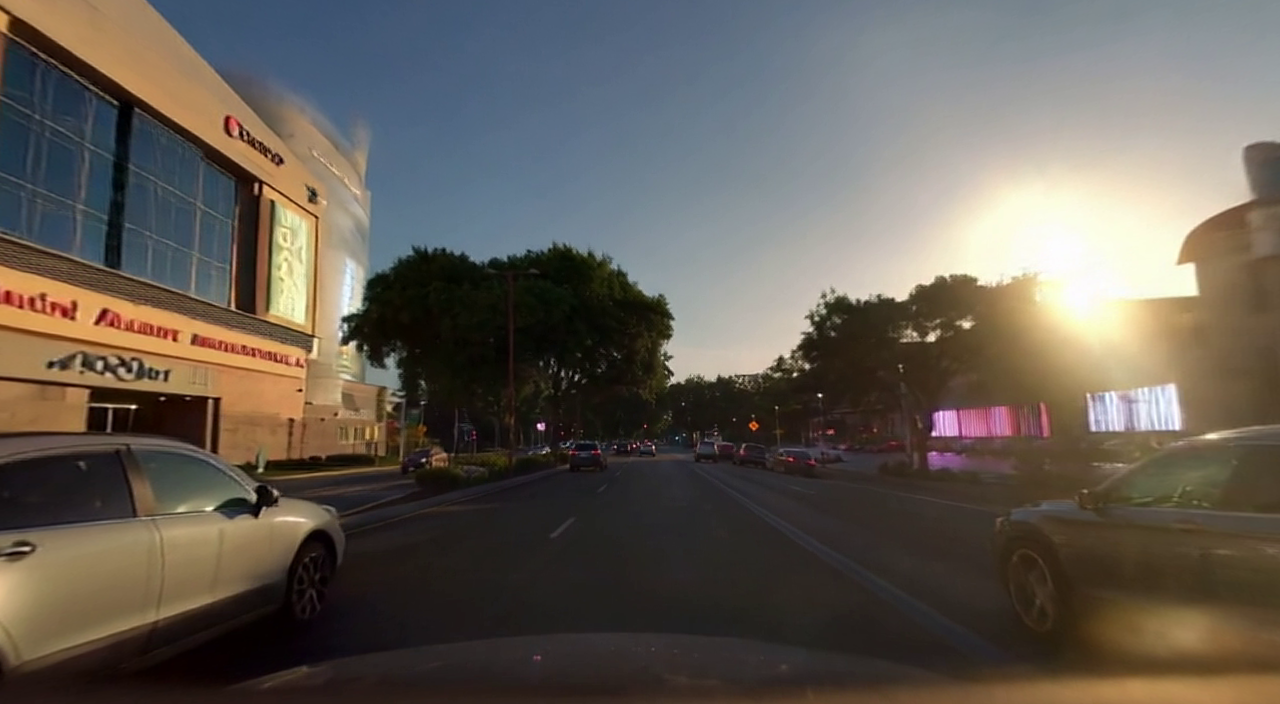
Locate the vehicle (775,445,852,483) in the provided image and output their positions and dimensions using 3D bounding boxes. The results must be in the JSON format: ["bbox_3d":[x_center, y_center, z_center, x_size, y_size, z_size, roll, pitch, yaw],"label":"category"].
[{"bbox_3d":[7.489,4.862,27.681,1.976,1.469,4.576,0,-9,-1],"label":"vehicle"}]

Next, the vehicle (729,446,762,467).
[{"bbox_3d":[7.627,7.593,45.750,1.654,1.440,3.647,0,-9,-1],"label":"vehicle"}]

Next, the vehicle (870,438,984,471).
[{"bbox_3d":[15.898,5.684,35.141,5.370,1.699,1.996,-8,-12,41],"label":"vehicle"}]

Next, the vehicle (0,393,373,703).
[{"bbox_3d":[-3.362,0.986,2.747,2.155,1.504,4.776,-1,-9,2],"label":"vehicle"}]

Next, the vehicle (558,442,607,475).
[{"bbox_3d":[-2.828,5.309,31.758,1.917,1.511,4.436,-1,-9,2],"label":"vehicle"}]

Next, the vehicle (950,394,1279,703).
[{"bbox_3d":[3.293,0.911,2.326,1.981,1.499,4.536,0,-9,0],"label":"vehicle"}]

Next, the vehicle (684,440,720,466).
[{"bbox_3d":[4.323,7.133,44.527,2.007,1.683,4.171,0,-9,-1],"label":"vehicle"}]
